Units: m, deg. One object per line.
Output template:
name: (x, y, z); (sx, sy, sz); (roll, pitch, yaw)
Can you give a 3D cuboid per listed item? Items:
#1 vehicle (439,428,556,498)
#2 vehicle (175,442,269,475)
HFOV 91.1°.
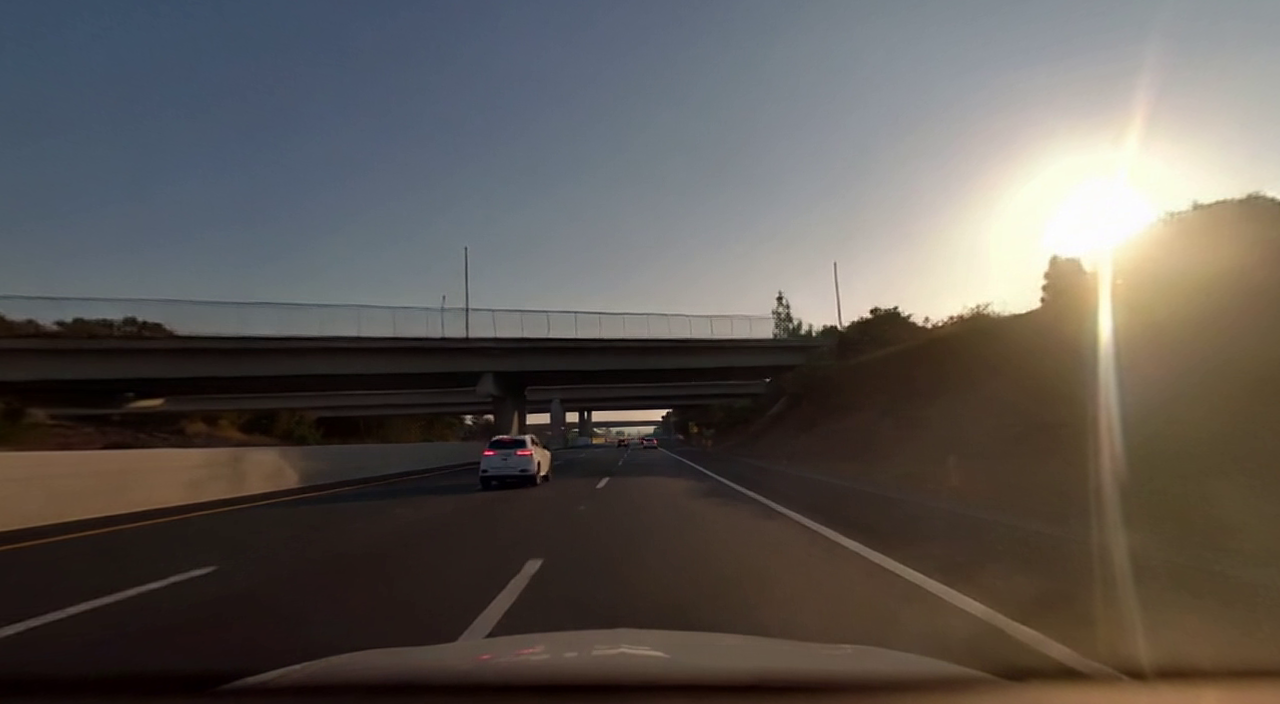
vehicle: (-3.557, 2.845, 16.607); (2.039, 1.589, 4.324); (0, -8, 0)
vehicle: (-21.962, 5.589, 33.247); (1.984, 1.589, 4.220); (0, -8, 1)
